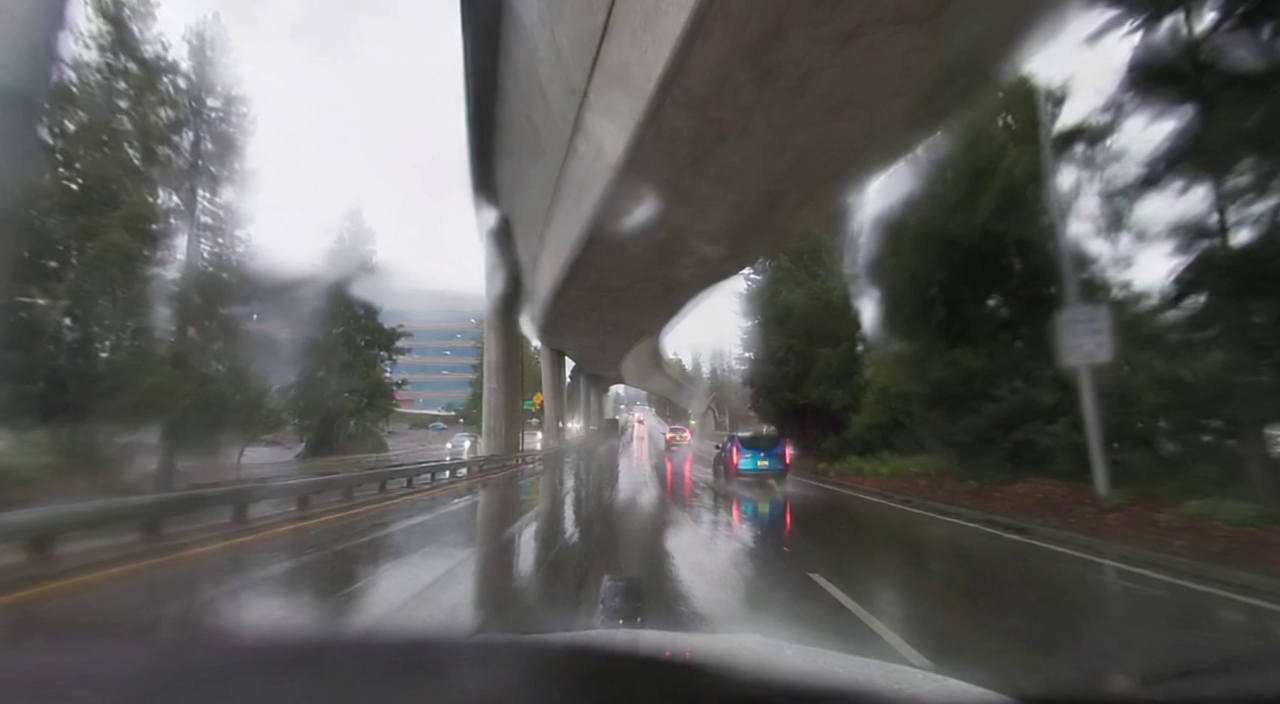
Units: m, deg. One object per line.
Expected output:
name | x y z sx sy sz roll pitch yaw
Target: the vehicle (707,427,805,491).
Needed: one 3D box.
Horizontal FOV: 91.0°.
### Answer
vehicle | 3.400 3.249 19.357 2.110 1.712 4.489 0 -9 0
